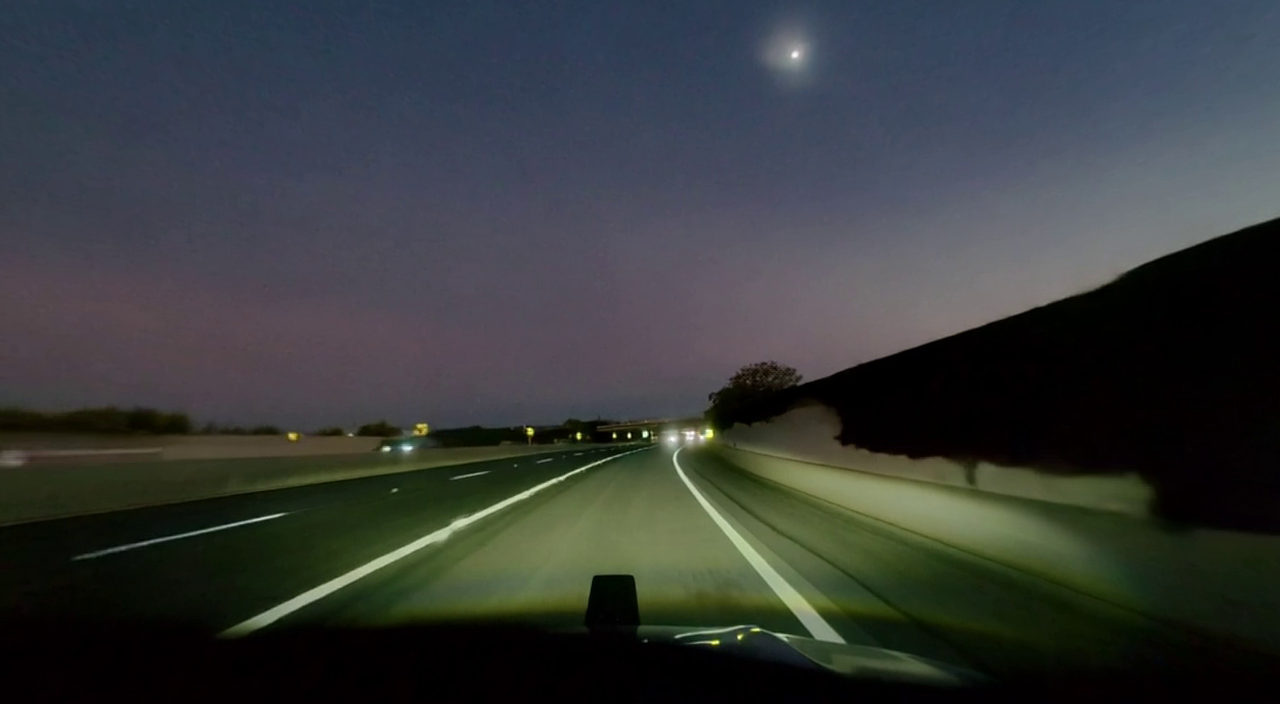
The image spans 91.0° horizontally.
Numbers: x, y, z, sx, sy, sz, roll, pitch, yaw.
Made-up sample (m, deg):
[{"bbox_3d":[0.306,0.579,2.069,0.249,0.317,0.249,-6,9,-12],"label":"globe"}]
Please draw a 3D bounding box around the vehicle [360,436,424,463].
[{"bbox_3d":[-16.362,6.469,41.873,2.049,1.670,5.161,0,-8,2],"label":"vehicle"}]
